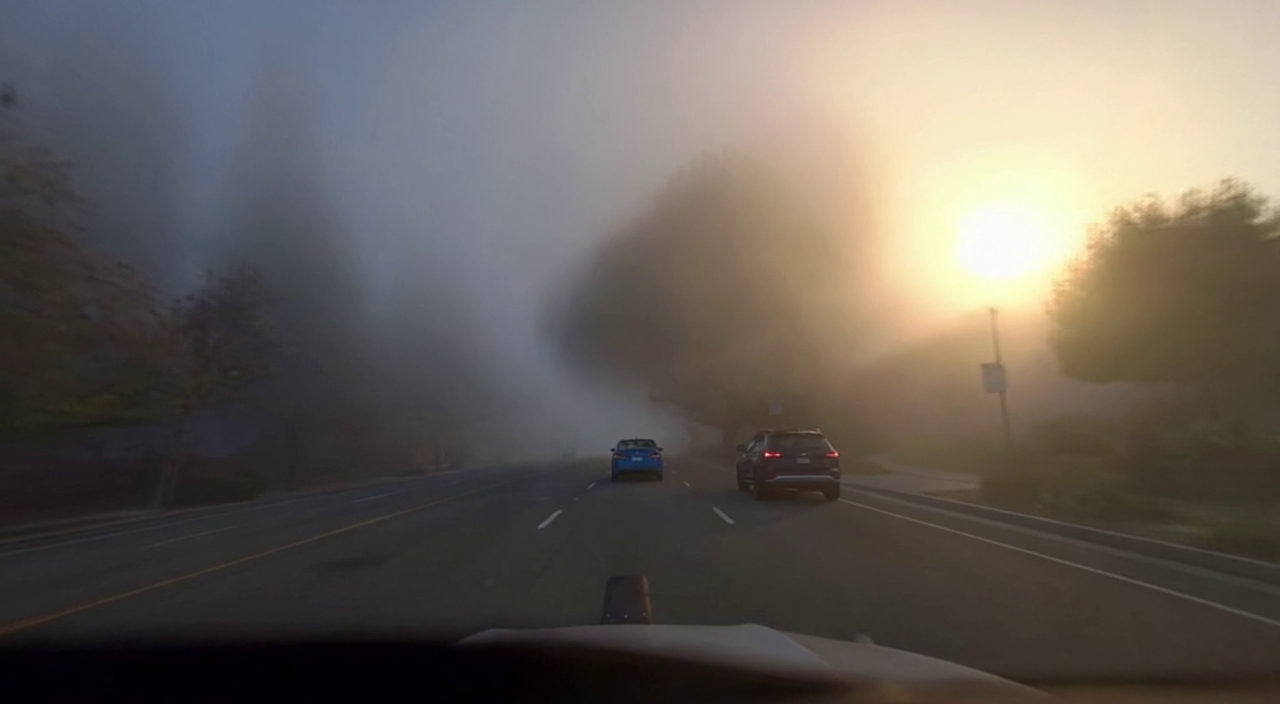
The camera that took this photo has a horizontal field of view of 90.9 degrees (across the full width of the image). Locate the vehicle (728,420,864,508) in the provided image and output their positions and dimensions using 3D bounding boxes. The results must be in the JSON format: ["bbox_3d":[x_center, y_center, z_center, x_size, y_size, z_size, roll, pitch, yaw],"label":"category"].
[{"bbox_3d":[3.420,2.560,14.833,2.024,1.711,4.512,0,-8,0],"label":"vehicle"}]

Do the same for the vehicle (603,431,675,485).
[{"bbox_3d":[-0.025,3.578,21.541,2.200,1.653,4.127,0,-8,0],"label":"vehicle"}]

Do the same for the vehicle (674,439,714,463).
[{"bbox_3d":[3.378,6.272,40.012,2.099,1.463,4.130,0,-8,-1],"label":"vehicle"}]
